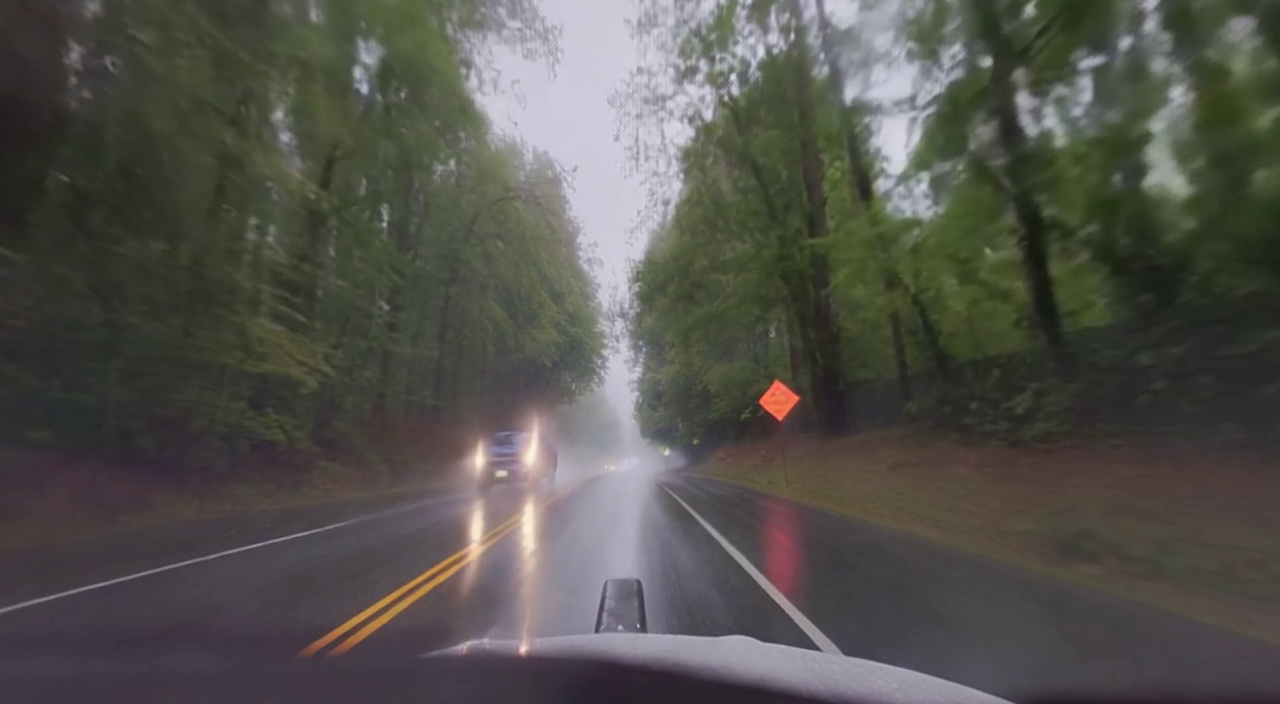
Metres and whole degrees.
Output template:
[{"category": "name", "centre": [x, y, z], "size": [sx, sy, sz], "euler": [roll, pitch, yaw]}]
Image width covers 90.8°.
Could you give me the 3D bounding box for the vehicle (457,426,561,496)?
[{"category": "vehicle", "centre": [-4.581, 3.951, 23.300], "size": [2.638, 2.200, 5.867], "euler": [-1, -8, 0]}]
